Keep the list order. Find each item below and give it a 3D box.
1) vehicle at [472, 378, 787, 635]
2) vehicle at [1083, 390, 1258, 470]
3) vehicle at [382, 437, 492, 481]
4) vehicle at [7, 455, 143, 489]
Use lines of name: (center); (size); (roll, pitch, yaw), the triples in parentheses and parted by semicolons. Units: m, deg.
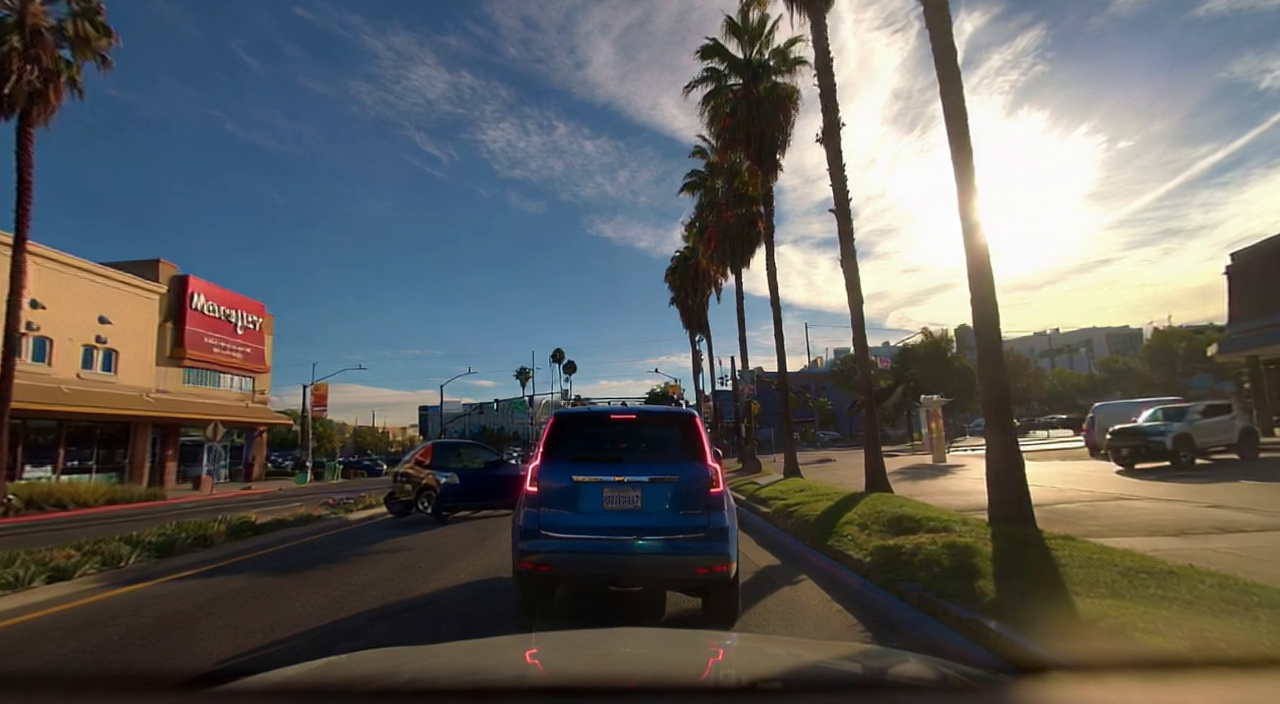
vehicle: (-0.121, 1.388, 6.526); (2.234, 1.818, 3.869); (0, -9, -2)
vehicle: (16.097, 2.407, 19.060); (6.060, 2.047, 2.490); (6, -11, -36)
vehicle: (-10.261, 5.520, 32.636); (2.448, 2.043, 5.988); (-3, -10, 15)
vehicle: (-27.933, 5.929, 31.449); (4.593, 1.528, 1.979); (5, -10, -29)
